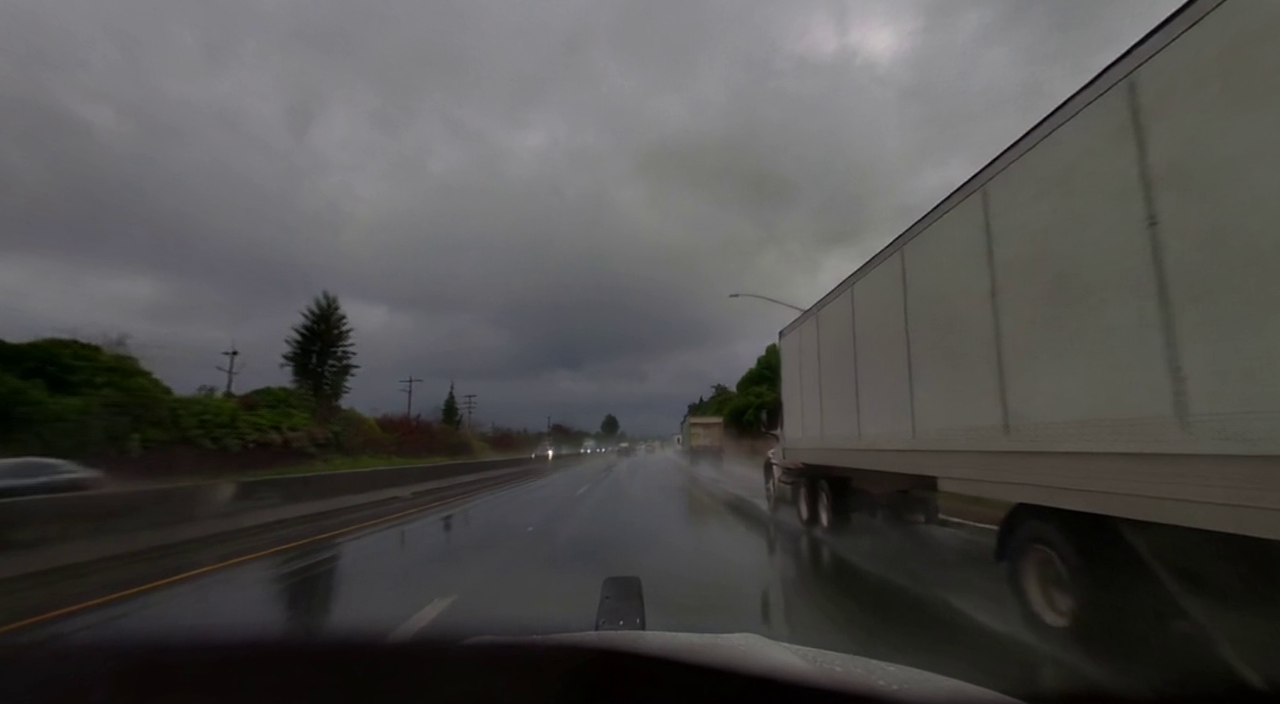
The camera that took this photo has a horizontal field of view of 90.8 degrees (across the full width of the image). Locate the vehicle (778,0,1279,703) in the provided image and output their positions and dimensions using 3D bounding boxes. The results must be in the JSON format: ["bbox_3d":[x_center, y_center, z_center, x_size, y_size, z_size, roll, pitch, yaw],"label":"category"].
[{"bbox_3d":[4.410,0.552,7.410,3.032,3.785,10.333,0,-9,-1],"label":"vehicle"}]

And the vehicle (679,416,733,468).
[{"bbox_3d":[4.500,6.425,44.743,2.771,3.313,8.121,0,-9,-1],"label":"vehicle"}]
